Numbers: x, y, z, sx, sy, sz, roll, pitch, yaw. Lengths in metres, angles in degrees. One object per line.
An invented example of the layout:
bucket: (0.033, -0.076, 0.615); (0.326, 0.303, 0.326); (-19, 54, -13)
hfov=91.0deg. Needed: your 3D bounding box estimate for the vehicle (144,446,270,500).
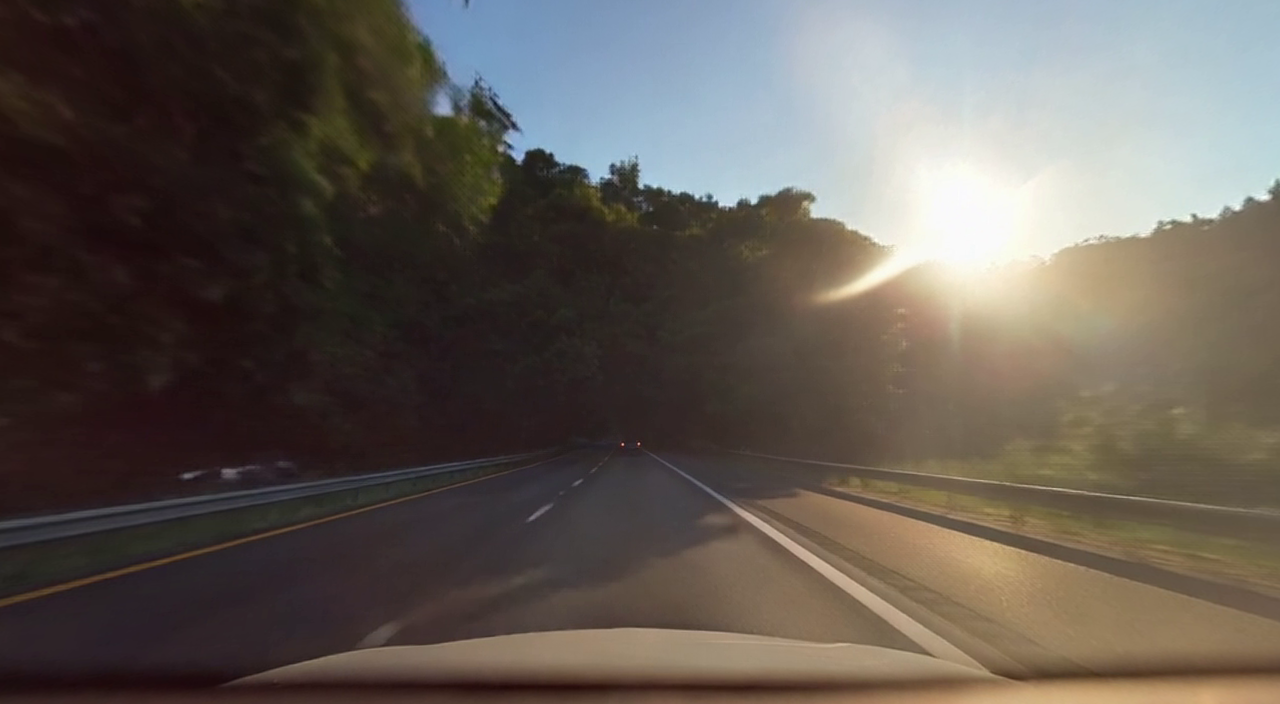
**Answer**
vehicle: (-16.331, 4.529, 24.040); (1.938, 1.793, 4.055); (0, -8, -1)
